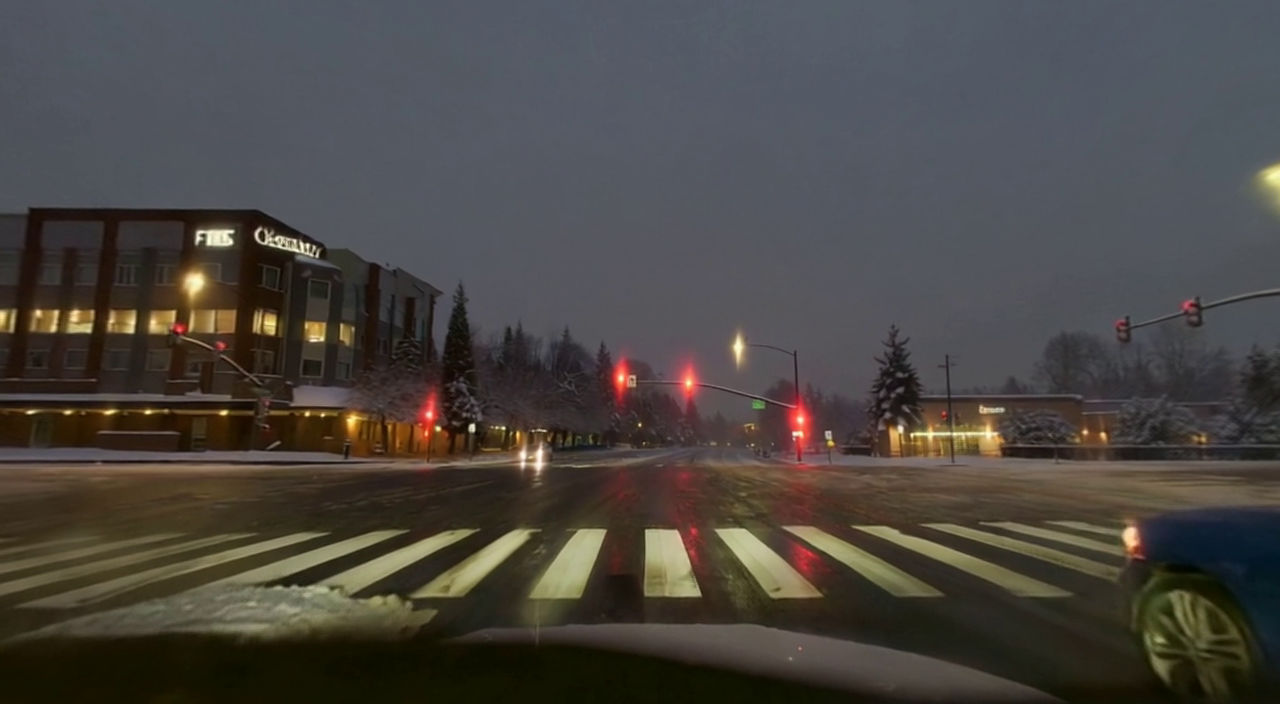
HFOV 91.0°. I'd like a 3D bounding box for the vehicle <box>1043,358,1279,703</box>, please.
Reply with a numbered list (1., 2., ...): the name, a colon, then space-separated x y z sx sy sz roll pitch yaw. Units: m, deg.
1. vehicle: 3.443 0.730 1.608 2.067 1.625 4.073 0 -8 0
